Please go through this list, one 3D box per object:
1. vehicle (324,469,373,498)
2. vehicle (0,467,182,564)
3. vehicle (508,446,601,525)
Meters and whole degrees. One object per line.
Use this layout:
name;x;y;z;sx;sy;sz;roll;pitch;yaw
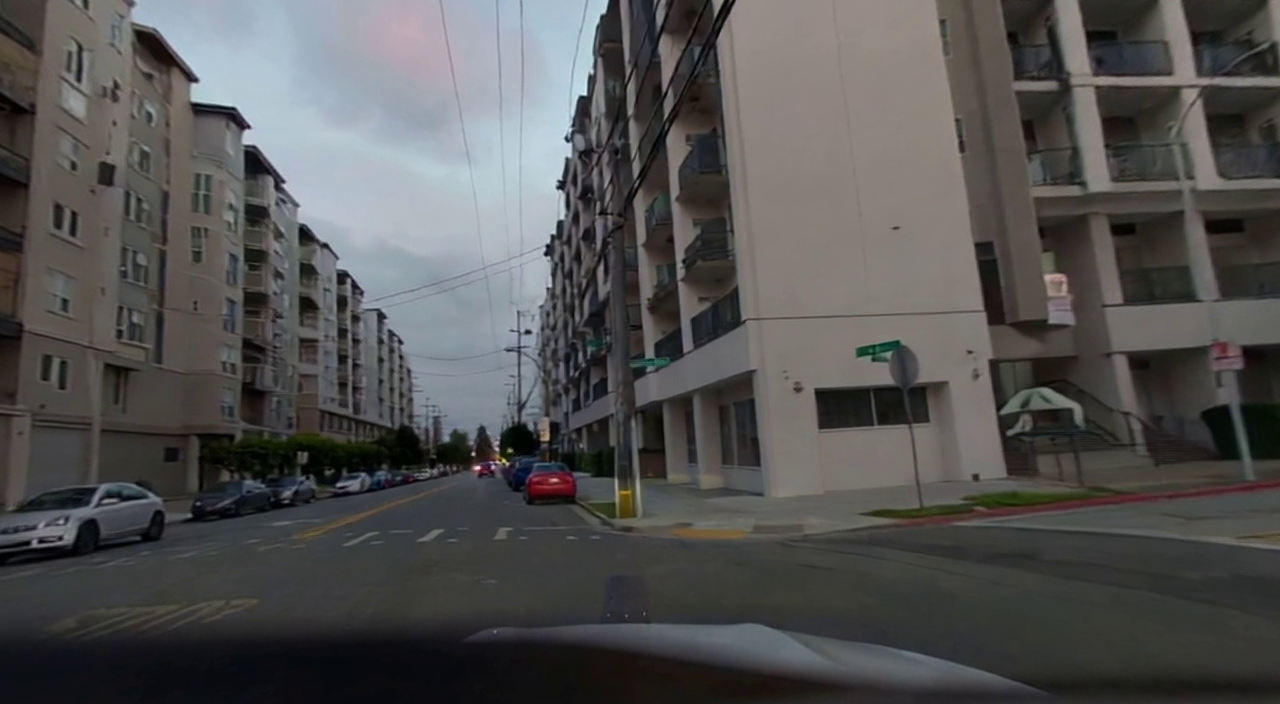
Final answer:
vehicle;-19.160;8.607;41.596;2.032;1.641;4.162;1;-9;-13
vehicle;-13.711;3.878;15.582;2.140;1.874;4.475;1;-9;-13
vehicle;-2.480;3.572;17.460;2.164;1.721;4.416;-3;-8;-11
